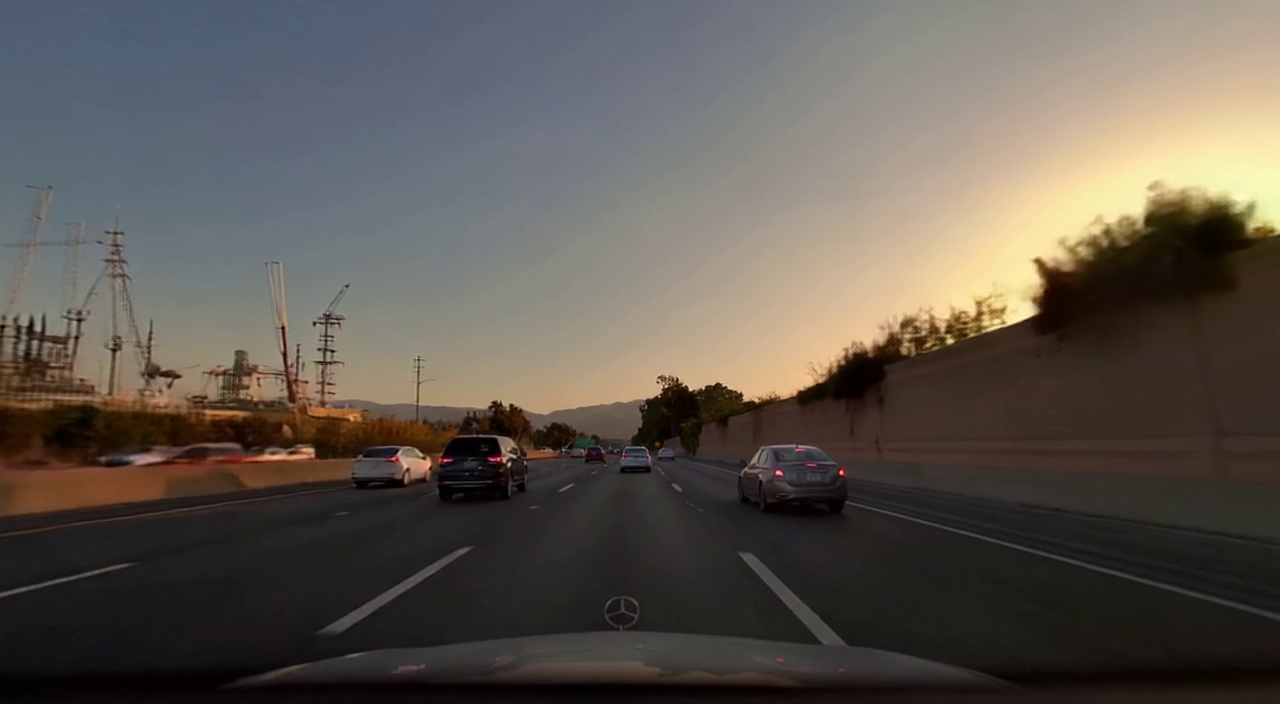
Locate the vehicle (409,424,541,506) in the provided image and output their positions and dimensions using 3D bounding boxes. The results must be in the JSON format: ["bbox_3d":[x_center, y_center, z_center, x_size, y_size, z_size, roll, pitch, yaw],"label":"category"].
[{"bbox_3d":[-3.950,2.793,16.025,2.121,1.775,4.335,0,-8,0],"label":"vehicle"}]

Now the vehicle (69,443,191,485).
[{"bbox_3d":[-23.311,5.093,29.132,1.918,1.777,4.381,0,-8,0],"label":"vehicle"}]

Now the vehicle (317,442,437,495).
[{"bbox_3d":[-8.168,3.629,20.104,1.908,1.476,4.342,0,-8,0],"label":"vehicle"}]

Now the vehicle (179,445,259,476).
[{"bbox_3d":[-27.338,7.000,41.229,1.888,1.878,4.705,0,-8,0],"label":"vehicle"}]

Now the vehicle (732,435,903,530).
[{"bbox_3d":[3.185,2.428,12.422,1.917,1.507,4.540,0,-8,-2],"label":"vehicle"}]

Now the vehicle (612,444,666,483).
[{"bbox_3d":[-0.082,4.548,26.084,2.045,1.452,4.040,0,-8,-1],"label":"vehicle"}]
